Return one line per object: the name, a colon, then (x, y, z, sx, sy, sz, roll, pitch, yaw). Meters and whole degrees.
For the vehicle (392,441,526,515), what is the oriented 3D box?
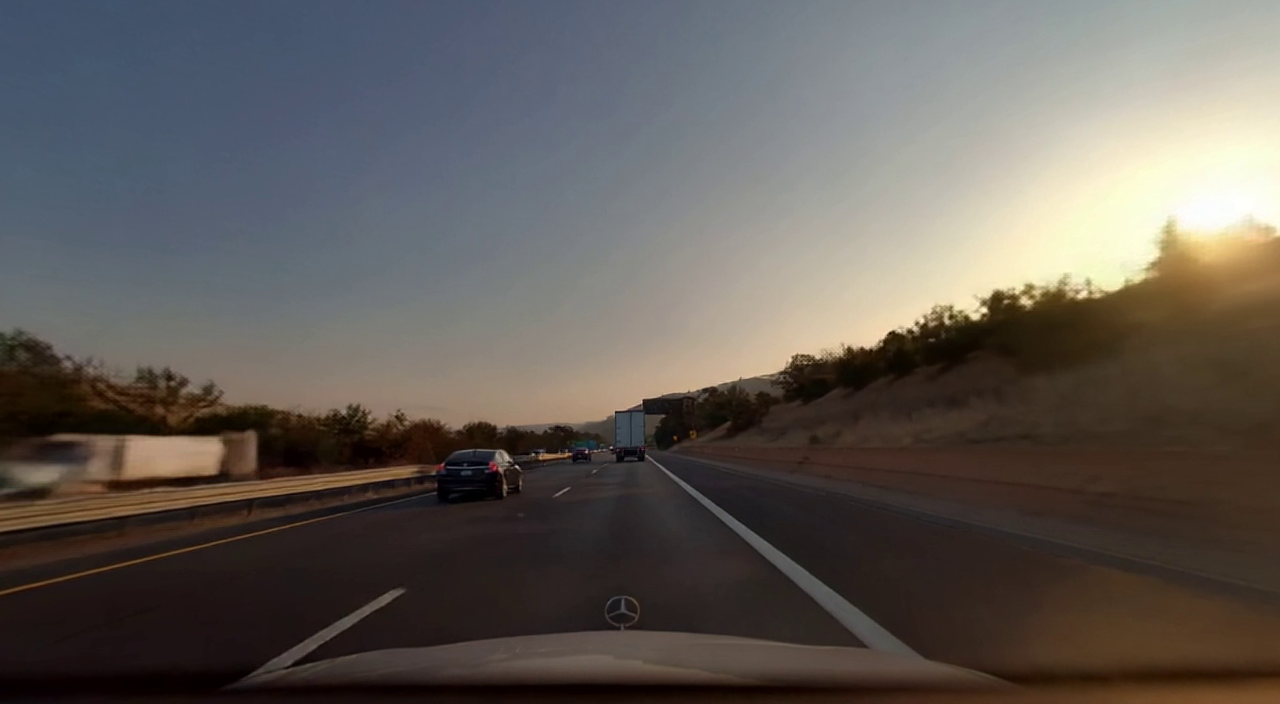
vehicle: (-4.140, 2.933, 15.198, 1.978, 1.507, 4.062, 0, -9, 0)
